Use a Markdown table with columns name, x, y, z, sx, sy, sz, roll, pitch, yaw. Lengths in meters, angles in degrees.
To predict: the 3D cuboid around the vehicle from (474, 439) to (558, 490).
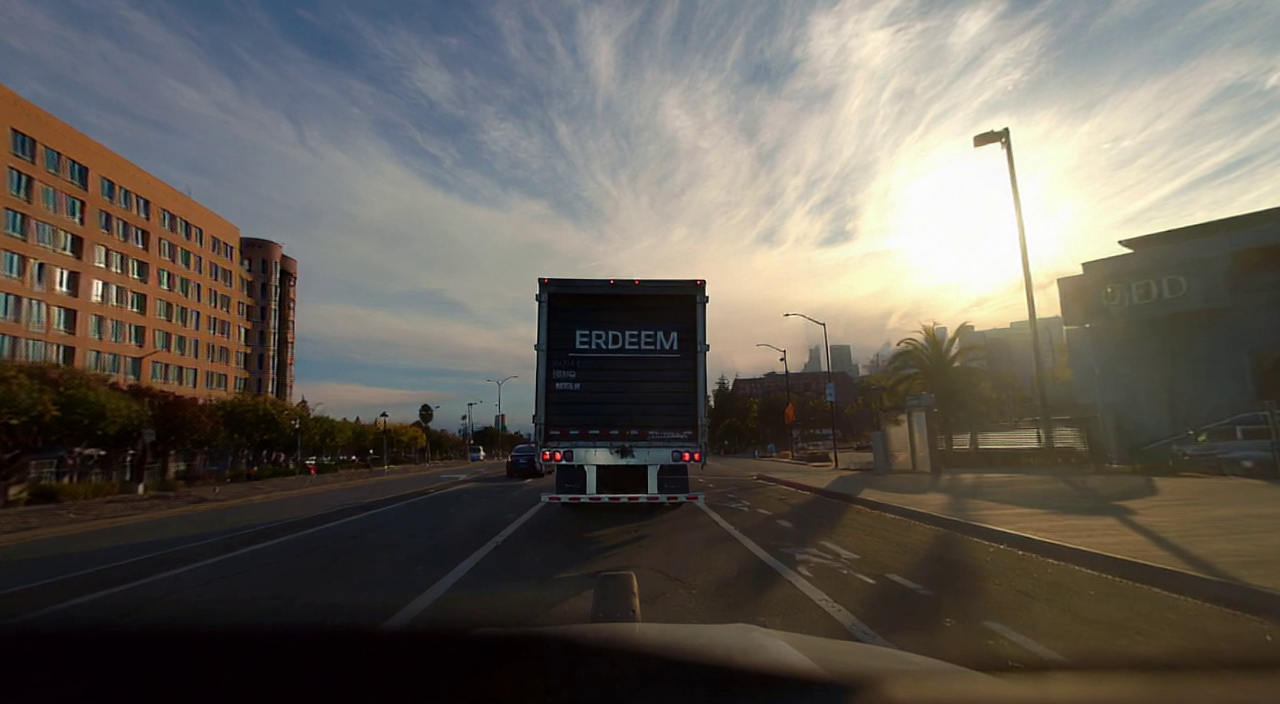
| name | x | y | z | sx | sy | sz | roll | pitch | yaw |
| --- | --- | --- | --- | --- | --- | --- | --- | --- | --- |
| vehicle | -3.925 | 3.607 | 20.544 | 1.957 | 1.462 | 3.878 | 0 | -8 | 0 |

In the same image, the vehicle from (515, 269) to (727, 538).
| name | x | y | z | sx | sy | sz | roll | pitch | yaw |
| --- | --- | --- | --- | --- | --- | --- | --- | --- | --- |
| vehicle | -0.197 | 1.295 | 13.407 | 2.876 | 3.724 | 9.351 | 0 | -8 | 1 |

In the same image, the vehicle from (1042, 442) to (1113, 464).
| name | x | y | z | sx | sy | sz | roll | pitch | yaw |
| --- | --- | --- | --- | --- | --- | --- | --- | --- | --- |
| vehicle | 31.373 | 7.215 | 45.157 | 1.652 | 1.423 | 3.797 | 5 | -9 | -35 |
